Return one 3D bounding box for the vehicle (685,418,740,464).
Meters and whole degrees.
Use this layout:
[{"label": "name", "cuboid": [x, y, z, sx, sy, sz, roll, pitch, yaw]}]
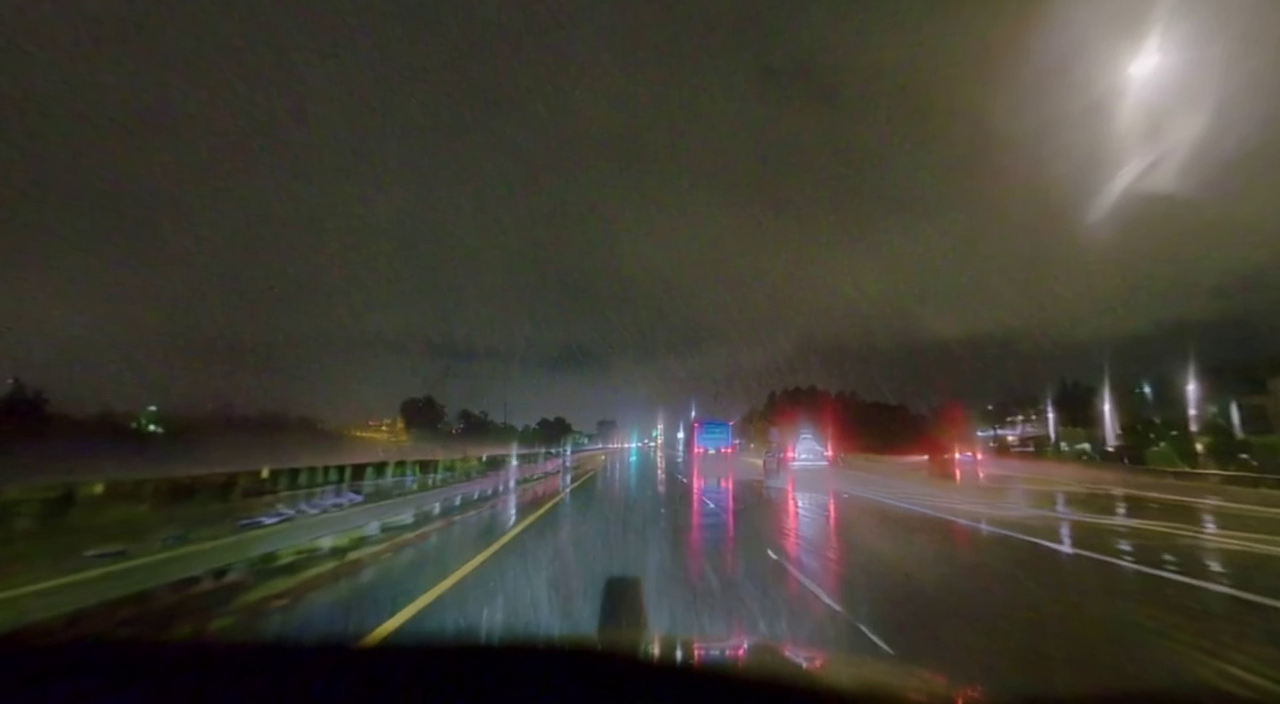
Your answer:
[{"label": "vehicle", "cuboid": [4.202, 5.342, 37.831, 2.430, 2.495, 6.062, 0, -8, -2]}]
